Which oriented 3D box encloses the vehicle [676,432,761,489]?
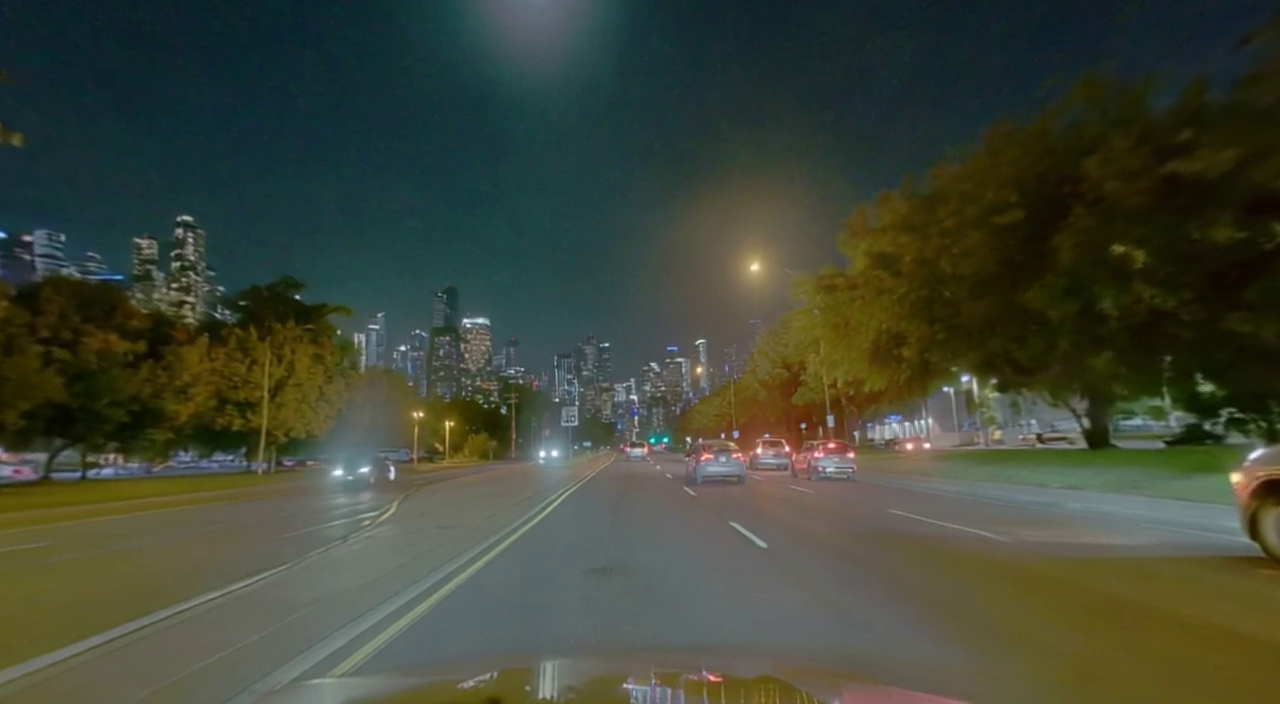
[{"bbox_3d":[2.645,3.791,22.466,2.227,1.794,4.457,0,-8,-3],"label":"vehicle"}]

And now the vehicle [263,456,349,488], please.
[{"bbox_3d":[-18.339,6.591,34.964,2.129,1.531,4.696,0,-8,1],"label":"vehicle"}]

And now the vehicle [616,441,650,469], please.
[{"bbox_3d":[-0.453,6.768,41.731,2.132,1.693,3.819,0,-8,-1],"label":"vehicle"}]

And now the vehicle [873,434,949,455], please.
[{"bbox_3d":[20.239,6.931,47.315,4.608,1.533,2.193,0,-8,-1],"label":"vehicle"}]

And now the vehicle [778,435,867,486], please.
[{"bbox_3d":[6.701,4.019,23.715,2.025,1.719,4.161,0,-8,-1],"label":"vehicle"}]
